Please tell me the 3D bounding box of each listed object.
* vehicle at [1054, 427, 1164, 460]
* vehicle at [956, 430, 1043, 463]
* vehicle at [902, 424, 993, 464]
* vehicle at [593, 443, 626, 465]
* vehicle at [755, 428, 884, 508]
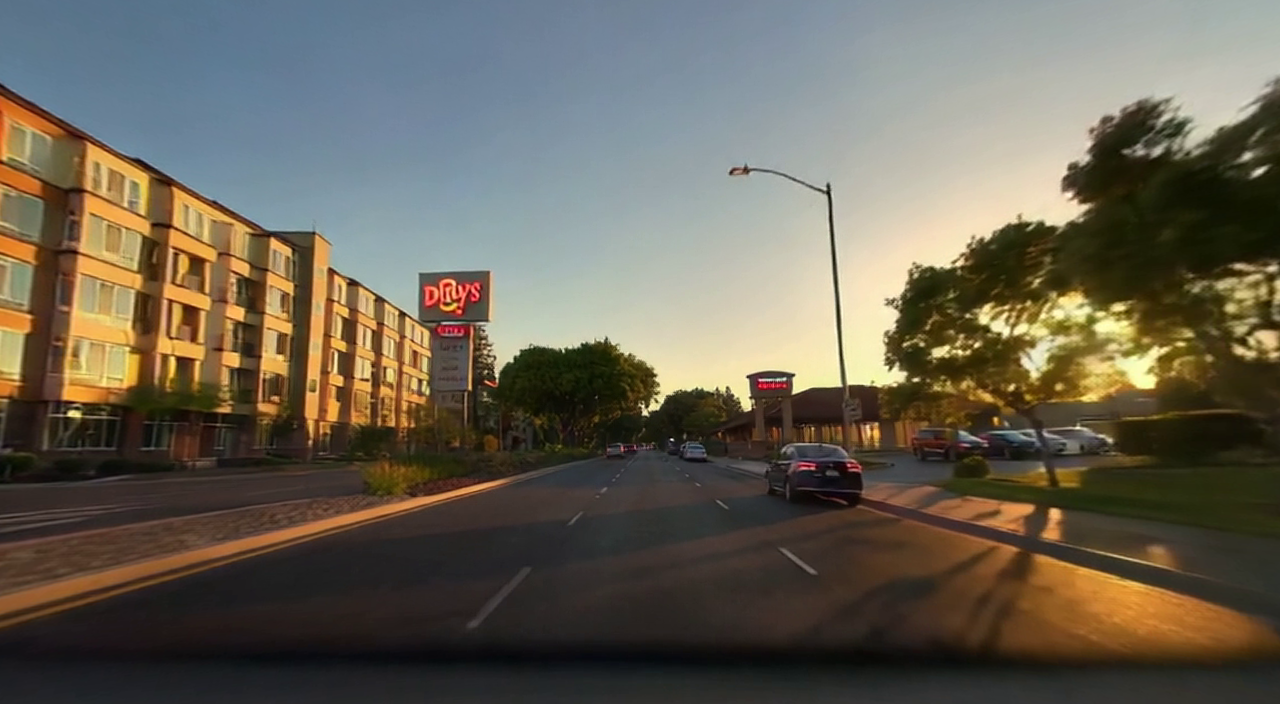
[{"bbox_3d":[23.054,4.552,31.261,1.940,1.510,4.595,0,-8,0],"label":"vehicle"},{"bbox_3d":[17.752,4.696,31.374,1.953,1.488,4.129,0,-8,1],"label":"vehicle"},{"bbox_3d":[14.973,4.544,31.081,2.202,1.822,4.978,-1,-8,3],"label":"vehicle"},{"bbox_3d":[-2.235,7.626,47.429,2.176,1.543,4.335,0,-8,1],"label":"vehicle"},{"bbox_3d":[4.435,2.933,16.438,2.067,1.755,4.616,0,-8,1],"label":"vehicle"}]
